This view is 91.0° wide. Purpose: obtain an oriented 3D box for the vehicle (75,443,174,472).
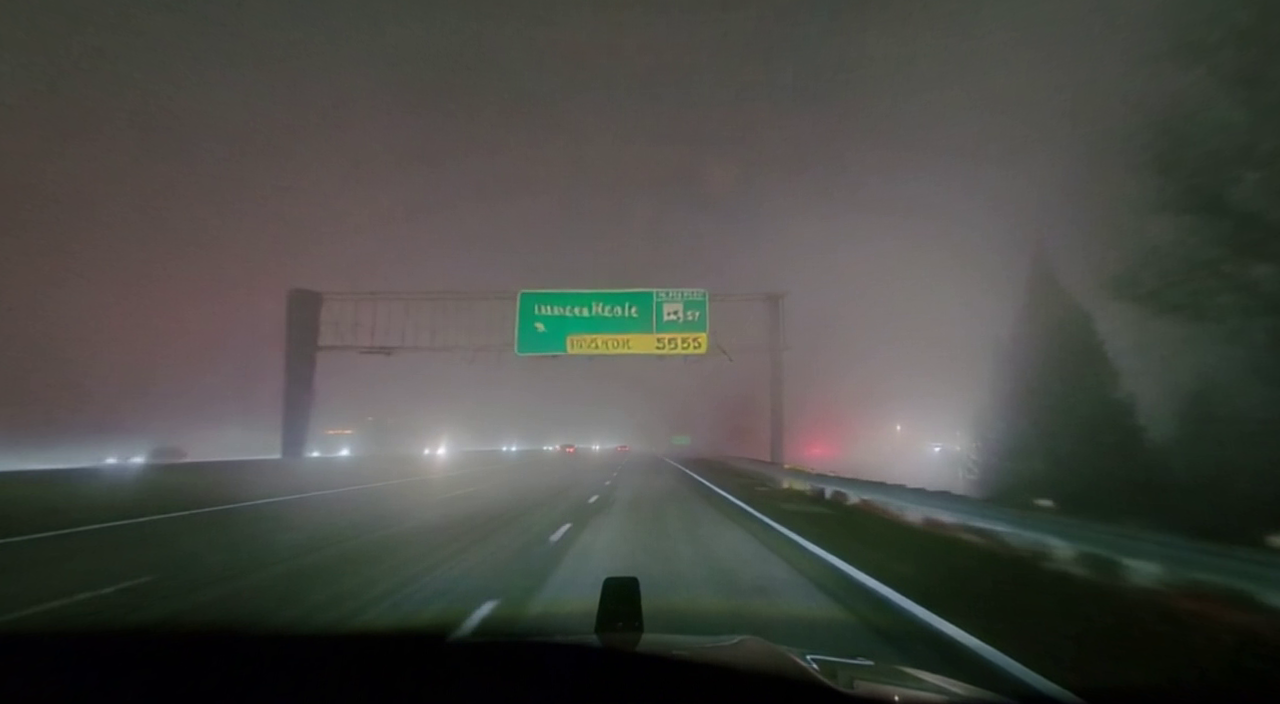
[{"bbox_3d":[-30.606,6.259,37.617,1.900,1.553,4.687,1,-9,0],"label":"vehicle"}]
